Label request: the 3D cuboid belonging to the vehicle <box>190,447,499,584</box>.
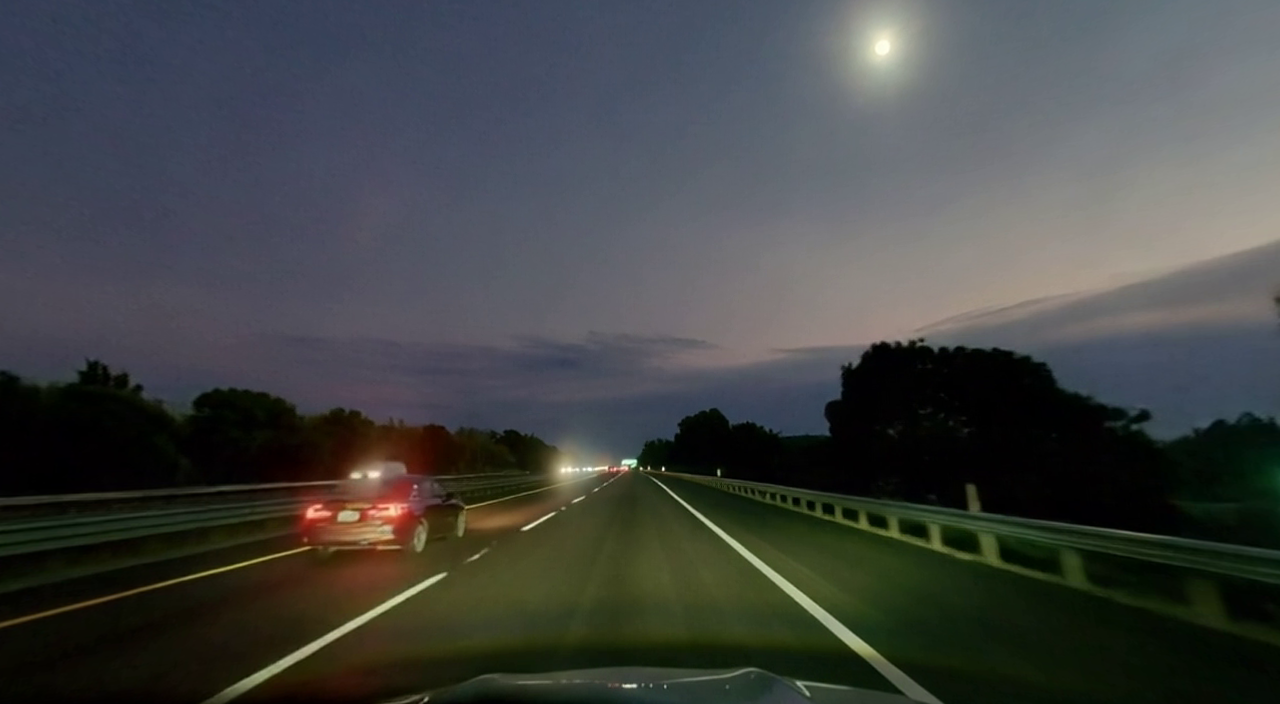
[{"bbox_3d":[-3.818,2.264,9.484,2.146,1.441,5.020,1,-10,1],"label":"vehicle"}]
